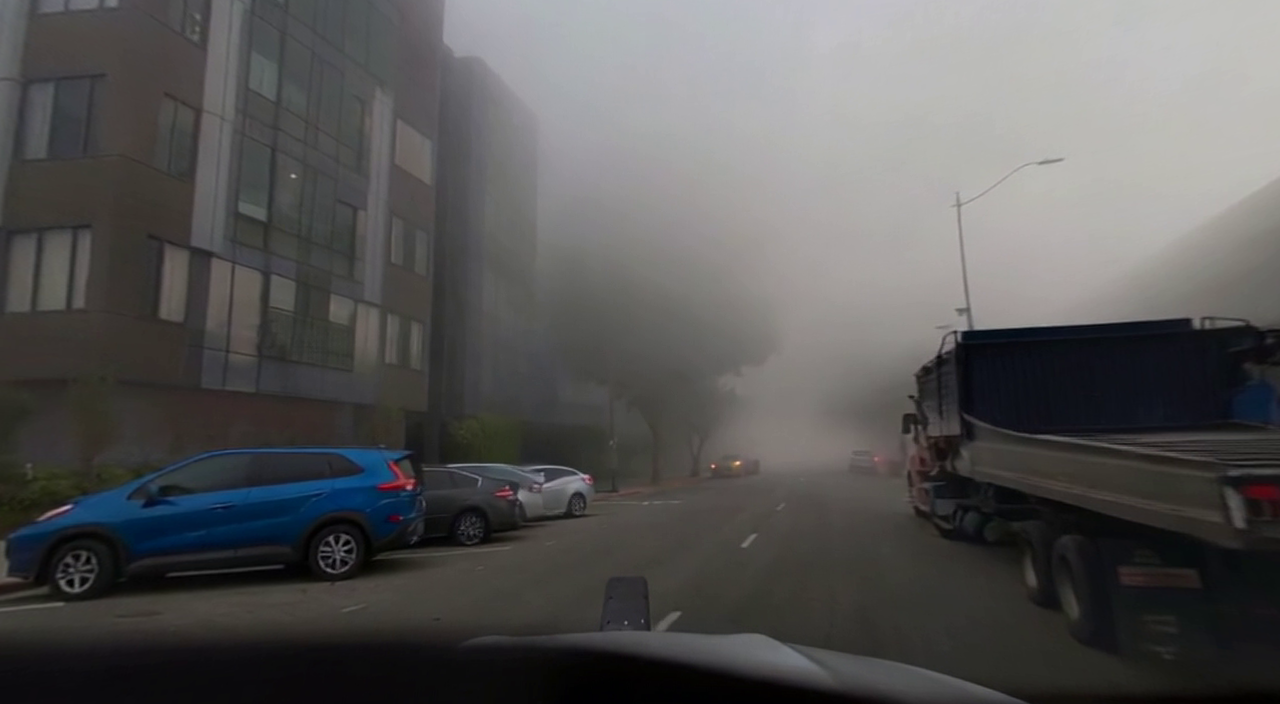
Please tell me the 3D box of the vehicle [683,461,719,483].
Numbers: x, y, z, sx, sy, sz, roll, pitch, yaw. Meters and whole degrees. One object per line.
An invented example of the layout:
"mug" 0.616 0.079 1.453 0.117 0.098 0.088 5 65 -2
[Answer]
"vehicle" 4.660 9.075 47.717 1.798 1.459 4.306 -3 -9 17

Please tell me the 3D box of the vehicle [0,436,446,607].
"vehicle" -5.599 2.177 9.012 5.022 1.872 2.137 4 -10 -27

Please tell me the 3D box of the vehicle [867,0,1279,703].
"vehicle" 5.149 0.660 8.866 3.320 4.034 11.553 -3 -9 19
